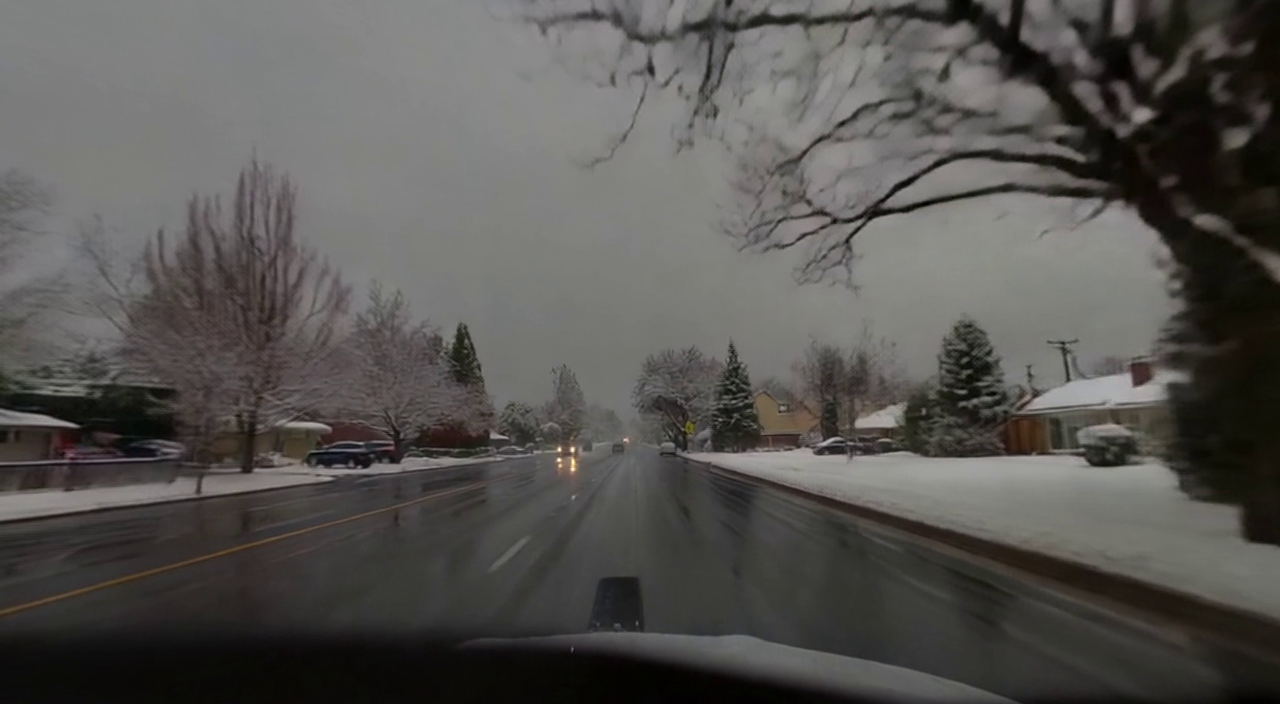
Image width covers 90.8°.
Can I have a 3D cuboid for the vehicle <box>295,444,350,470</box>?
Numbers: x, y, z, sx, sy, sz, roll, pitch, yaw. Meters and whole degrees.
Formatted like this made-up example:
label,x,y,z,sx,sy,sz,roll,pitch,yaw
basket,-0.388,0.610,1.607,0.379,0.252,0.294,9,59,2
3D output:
label,x,y,z,sx,sy,sz,roll,pitch,yaw
vehicle,-22.603,7.413,44.910,2.253,1.768,4.266,8,-11,-44
